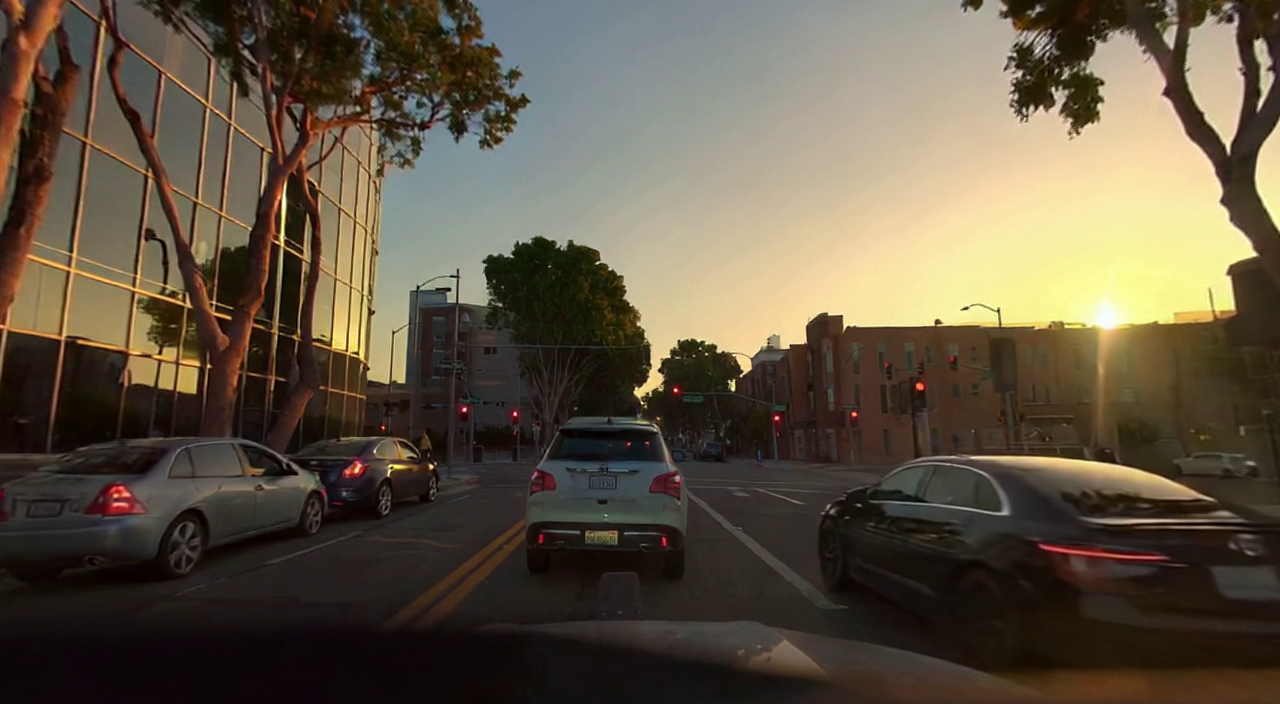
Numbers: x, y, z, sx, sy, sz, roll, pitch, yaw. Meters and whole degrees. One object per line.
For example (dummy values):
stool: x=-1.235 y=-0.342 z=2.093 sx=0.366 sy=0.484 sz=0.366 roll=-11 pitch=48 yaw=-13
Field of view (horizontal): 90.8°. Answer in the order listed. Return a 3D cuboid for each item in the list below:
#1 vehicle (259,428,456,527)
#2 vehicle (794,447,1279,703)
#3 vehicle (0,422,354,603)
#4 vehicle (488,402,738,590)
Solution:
vehicle: x=-5.871 y=2.655 z=13.970 sx=2.077 sy=1.791 sz=4.751 roll=0 pitch=-9 yaw=1
vehicle: x=2.567 y=1.351 z=4.368 sx=1.882 sy=1.354 sz=4.749 roll=0 pitch=-9 yaw=1
vehicle: x=-5.756 y=1.858 z=8.286 sx=1.904 sy=1.684 sz=4.529 roll=0 pitch=-9 yaw=-1
vehicle: x=-0.227 y=1.606 z=7.784 sx=2.258 sy=1.687 sz=3.934 roll=0 pitch=-9 yaw=1
